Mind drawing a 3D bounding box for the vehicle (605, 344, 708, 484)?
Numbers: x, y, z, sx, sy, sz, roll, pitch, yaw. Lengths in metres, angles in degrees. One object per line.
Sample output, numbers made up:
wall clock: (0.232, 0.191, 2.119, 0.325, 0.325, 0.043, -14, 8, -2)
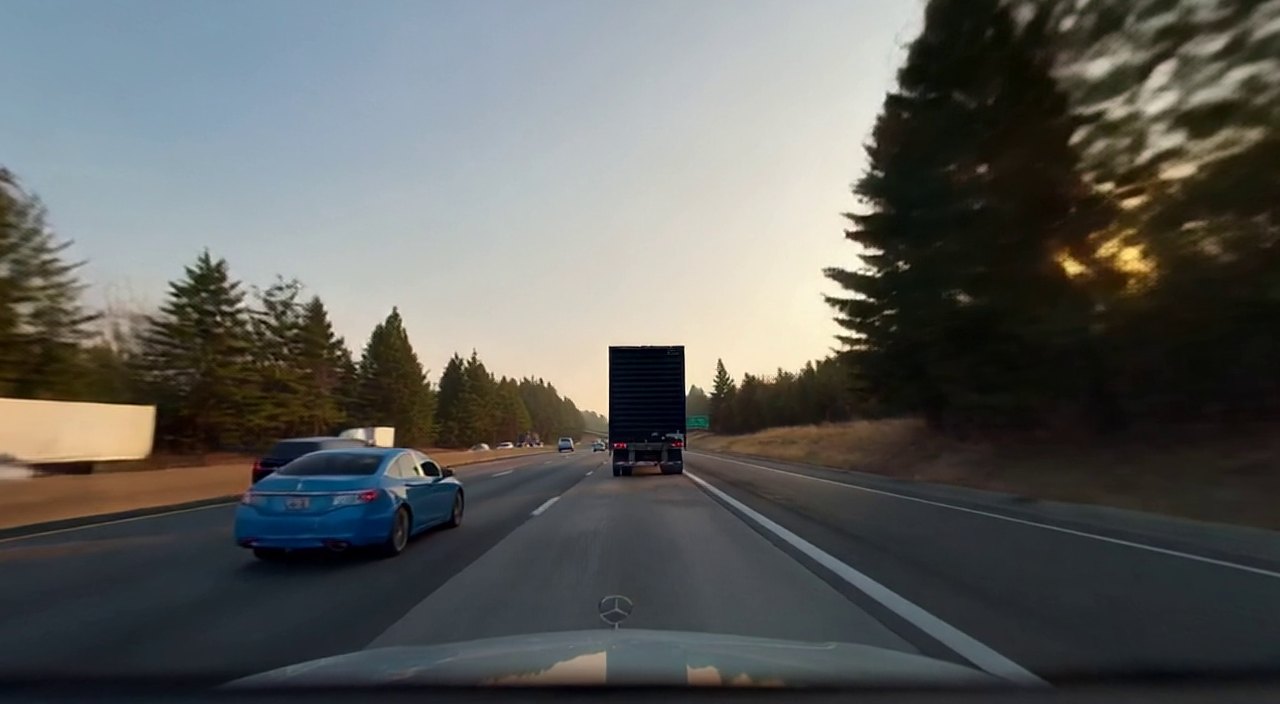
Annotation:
vehicle: (0.417, 2.593, 24.263, 3.073, 4.196, 10.546, 0, -8, -1)

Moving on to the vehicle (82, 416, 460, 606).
vehicle: (-3.644, 1.614, 7.354, 1.854, 1.530, 4.268, 0, -8, -1)

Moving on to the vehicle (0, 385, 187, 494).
vehicle: (-24.027, 3.425, 24.483, 2.838, 3.787, 13.774, 0, -8, -1)
